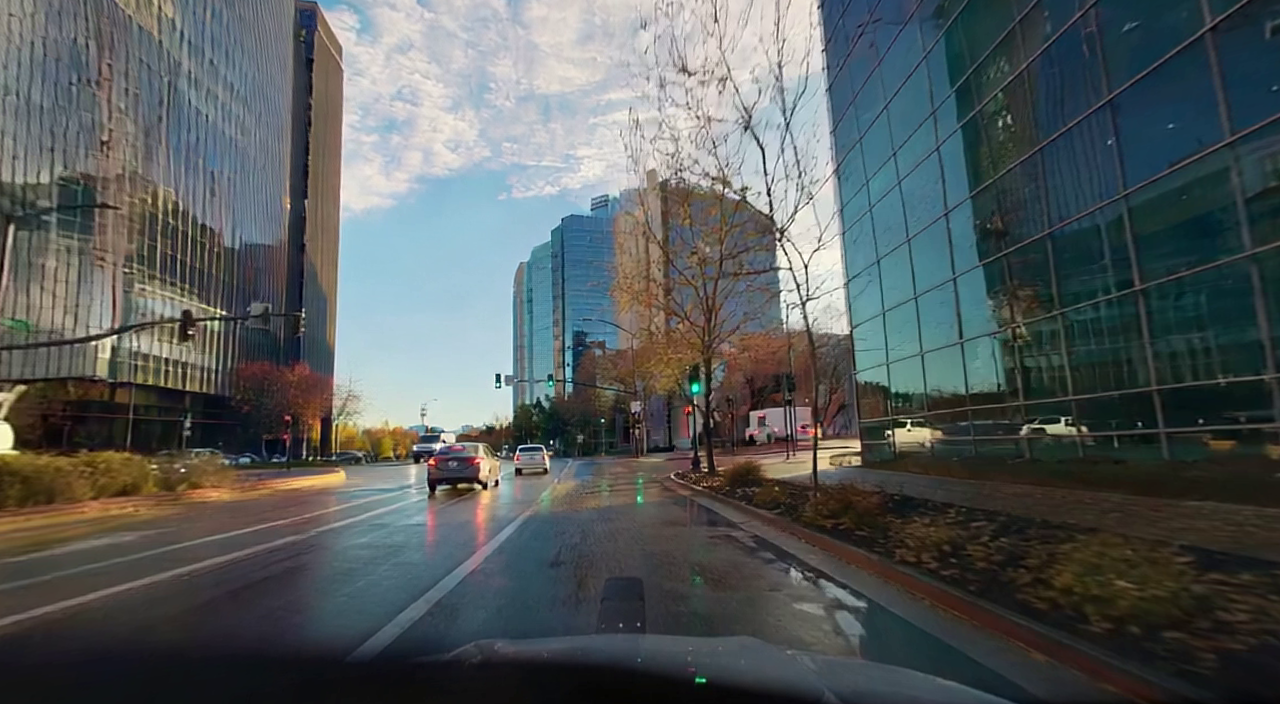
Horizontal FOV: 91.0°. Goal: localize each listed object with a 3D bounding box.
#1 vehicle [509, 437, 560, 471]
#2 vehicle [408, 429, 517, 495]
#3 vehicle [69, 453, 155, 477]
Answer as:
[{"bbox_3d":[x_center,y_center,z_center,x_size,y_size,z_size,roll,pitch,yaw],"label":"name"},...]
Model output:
[{"bbox_3d":[-6.200,6.083,37.627,2.384,1.849,5.009,1,-9,-2],"label":"vehicle"},{"bbox_3d":[-5.249,3.321,19.335,2.169,1.741,4.588,1,-9,-3],"label":"vehicle"},{"bbox_3d":[-41.545,8.864,49.612,4.760,1.526,2.108,-1,-7,-5],"label":"vehicle"}]
